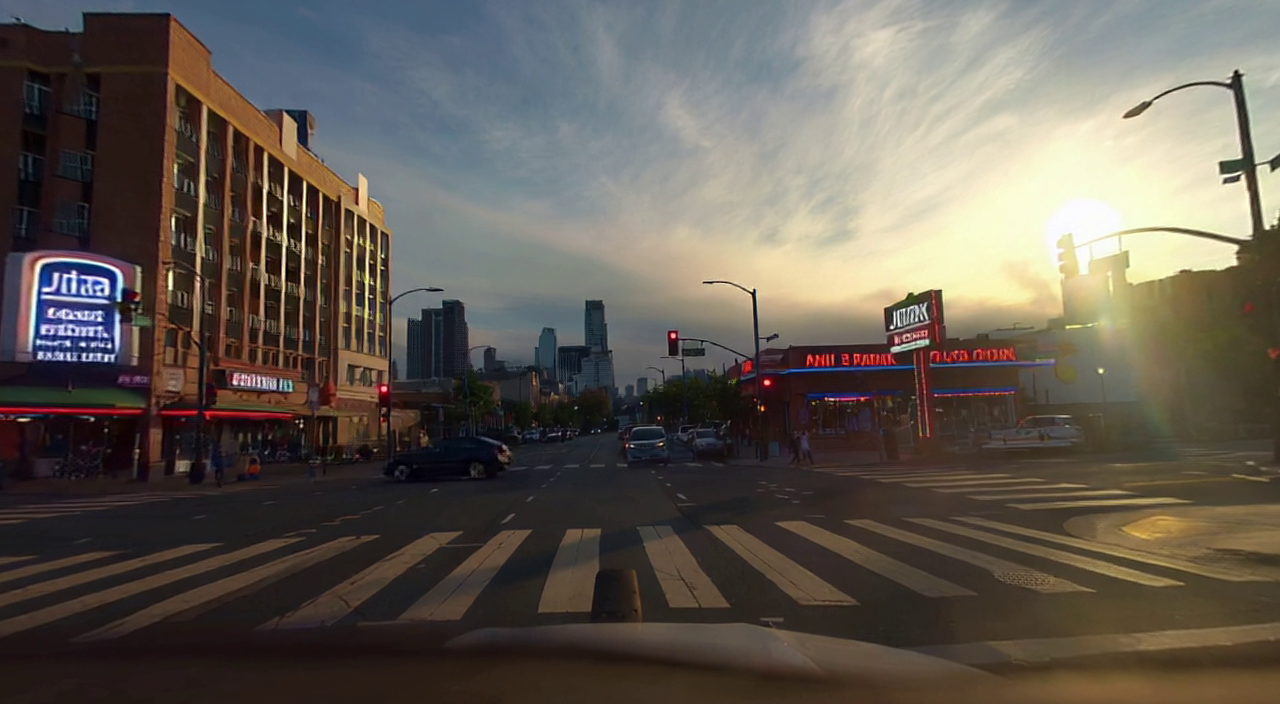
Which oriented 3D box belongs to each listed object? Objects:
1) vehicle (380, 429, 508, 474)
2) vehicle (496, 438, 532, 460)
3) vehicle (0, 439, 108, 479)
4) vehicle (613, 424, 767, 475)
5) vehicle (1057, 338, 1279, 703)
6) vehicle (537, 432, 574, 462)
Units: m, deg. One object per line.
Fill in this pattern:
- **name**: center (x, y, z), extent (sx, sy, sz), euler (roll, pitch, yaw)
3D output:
- **vehicle**: center (-7.641, 3.934, 25.030), extent (4.513, 1.682, 1.810), euler (1, -9, -7)
- **vehicle**: center (-8.624, 6.694, 43.705), extent (1.906, 1.402, 4.904), euler (0, -8, -5)
- **vehicle**: center (-31.554, 5.609, 33.527), extent (2.205, 1.903, 5.877), euler (1, -9, -9)
- **vehicle**: center (1.544, 3.111, 20.359), extent (4.612, 1.521, 1.811), euler (1, -9, -9)
- **vehicle**: center (3.022, 0.611, 0.870), extent (1.866, 1.654, 4.354), euler (0, -8, 0)
- **vehicle**: center (-5.115, 5.804, 38.615), extent (1.976, 1.683, 4.117), euler (0, -8, -4)
